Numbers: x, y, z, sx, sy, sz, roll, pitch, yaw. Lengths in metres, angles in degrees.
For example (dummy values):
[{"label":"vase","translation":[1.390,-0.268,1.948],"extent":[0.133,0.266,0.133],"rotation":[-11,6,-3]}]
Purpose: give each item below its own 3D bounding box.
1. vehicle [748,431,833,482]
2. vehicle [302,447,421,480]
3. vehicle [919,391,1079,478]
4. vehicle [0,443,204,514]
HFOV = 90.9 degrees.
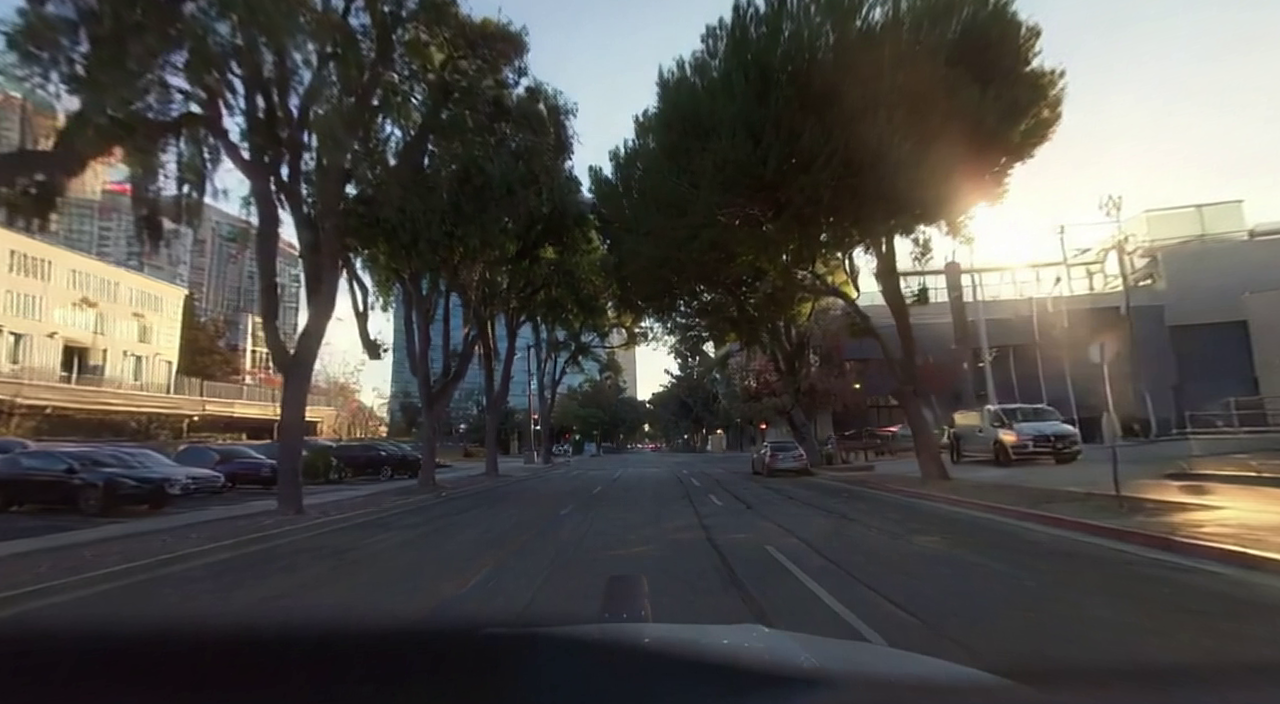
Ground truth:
[{"label":"vehicle","translation":[6.306,4.456,27.184],"extent":[2.338,1.942,5.267],"rotation":[0,-9,0]},{"label":"vehicle","translation":[-13.433,5.420,30.654],"extent":[4.765,1.517,2.182],"rotation":[0,-9,0]},{"label":"vehicle","translation":[13.394,3.226,24.212],"extent":[2.935,2.889,5.499],"rotation":[-1,-9,2]},{"label":"vehicle","translation":[-14.393,3.155,15.954],"extent":[4.954,1.614,2.227],"rotation":[0,-9,-4]}]
